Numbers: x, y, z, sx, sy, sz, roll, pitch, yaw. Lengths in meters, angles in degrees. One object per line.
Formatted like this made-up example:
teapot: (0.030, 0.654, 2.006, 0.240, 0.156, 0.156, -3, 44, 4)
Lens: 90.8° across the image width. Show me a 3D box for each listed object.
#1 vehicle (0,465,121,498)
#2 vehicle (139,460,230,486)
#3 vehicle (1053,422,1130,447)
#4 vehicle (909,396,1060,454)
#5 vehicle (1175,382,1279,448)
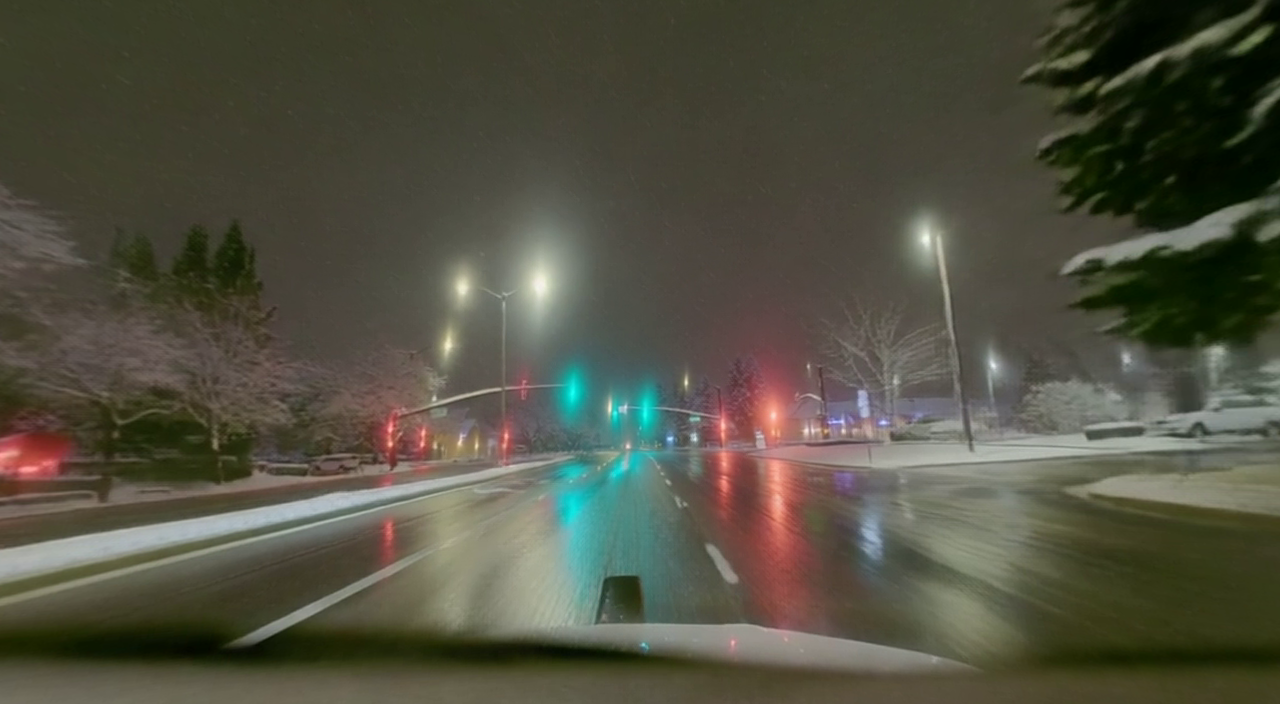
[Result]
vehicle: (-30.930, 6.856, 33.625, 4.713, 1.607, 2.022, 0, -9, 1)
vehicle: (-30.141, 8.017, 41.875, 4.396, 1.633, 2.000, 0, -9, 0)
vehicle: (32.842, 6.073, 46.155, 1.990, 1.708, 4.629, -1, -9, -3)
vehicle: (20.559, 4.434, 38.014, 7.304, 3.335, 2.869, 0, -9, -2)
vehicle: (32.606, 3.388, 33.044, 2.751, 3.197, 7.018, 0, -9, -2)
